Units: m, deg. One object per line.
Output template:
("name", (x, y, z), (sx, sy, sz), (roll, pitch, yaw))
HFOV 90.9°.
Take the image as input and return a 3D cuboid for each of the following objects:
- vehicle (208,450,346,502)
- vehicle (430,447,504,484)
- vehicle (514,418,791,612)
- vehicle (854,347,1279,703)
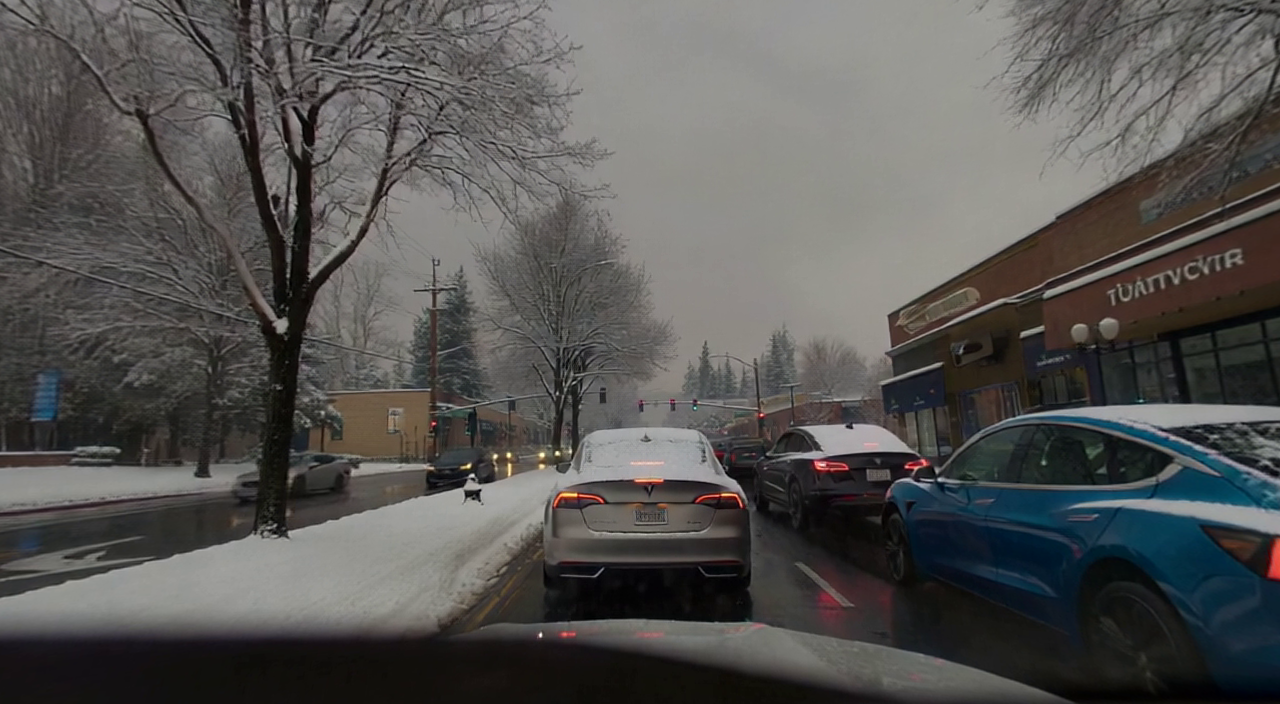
("vehicle", (-11.776, 4.010, 20.878), (1.892, 1.479, 4.355), (0, -8, 1))
("vehicle", (-7.558, 4.985, 27.983), (1.979, 1.490, 4.225), (0, -8, 1))
("vehicle", (0.105, 1.559, 6.930), (2.137, 1.488, 3.938), (0, -8, 0))
("vehicle", (3.192, 1.099, 4.065), (2.038, 1.651, 4.455), (0, -8, 0))
